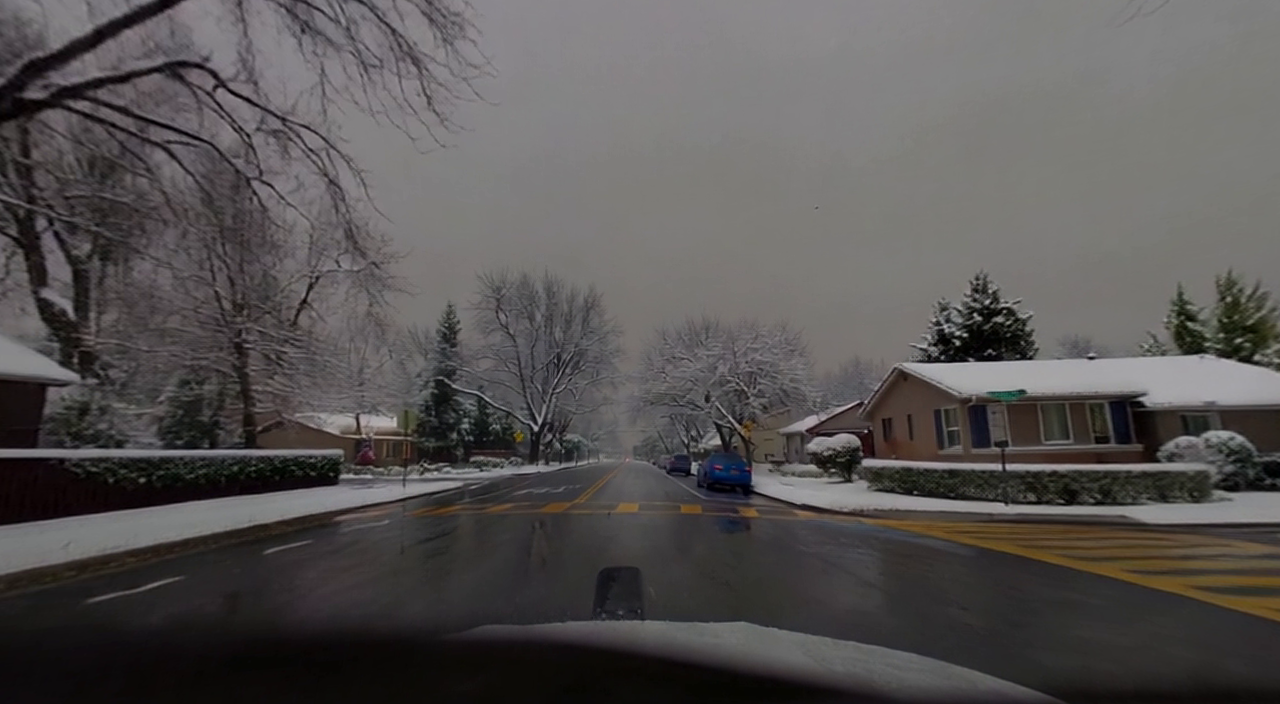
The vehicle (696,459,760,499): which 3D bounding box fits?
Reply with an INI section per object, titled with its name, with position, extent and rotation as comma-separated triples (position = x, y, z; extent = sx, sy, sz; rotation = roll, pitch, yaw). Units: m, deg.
[vehicle]
position = 3.668, 5.400, 27.154
extent = 1.961, 1.472, 4.434
rotation = 0, -8, -2
